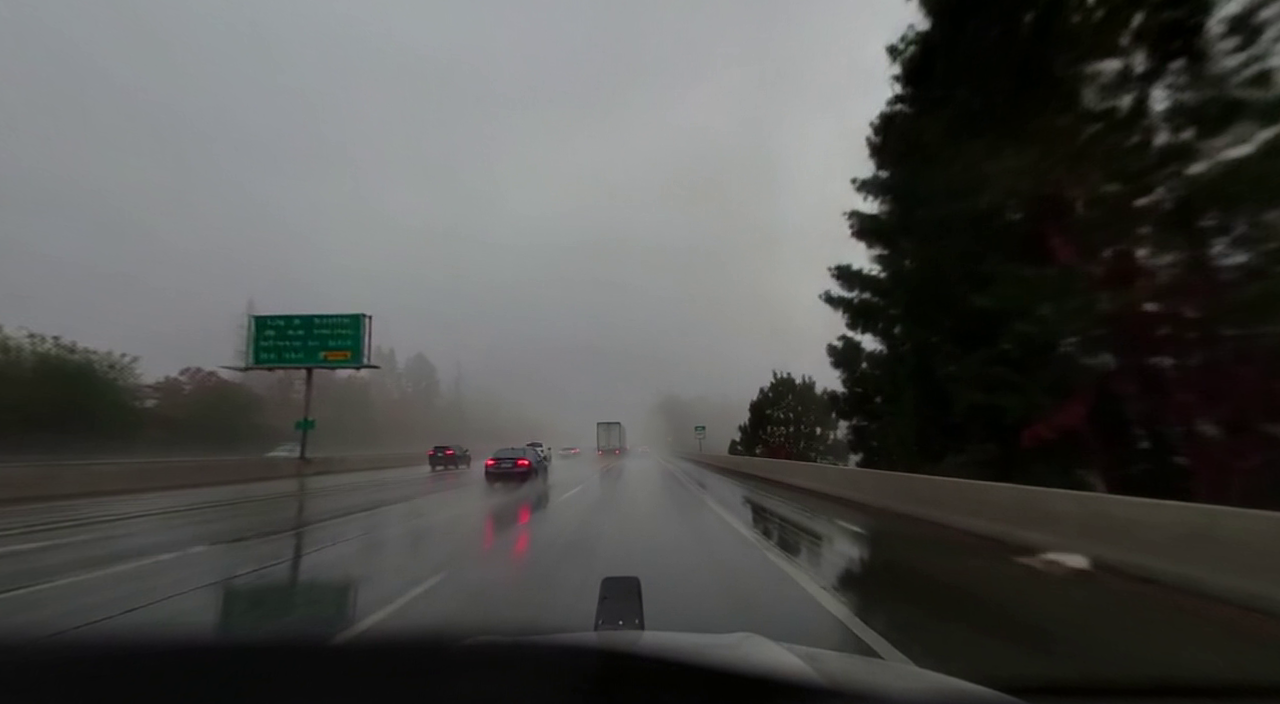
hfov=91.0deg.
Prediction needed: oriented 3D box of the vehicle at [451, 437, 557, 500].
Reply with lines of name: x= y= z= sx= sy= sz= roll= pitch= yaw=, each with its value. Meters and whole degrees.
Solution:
vehicle: x=-3.680 y=3.221 z=17.856 sx=1.931 sy=1.528 sz=4.126 roll=0 pitch=-8 yaw=2

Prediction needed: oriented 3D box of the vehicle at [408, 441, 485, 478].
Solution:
vehicle: x=-8.671 y=4.831 z=28.623 sx=2.036 sy=1.506 sz=4.358 roll=0 pitch=-9 yaw=1
